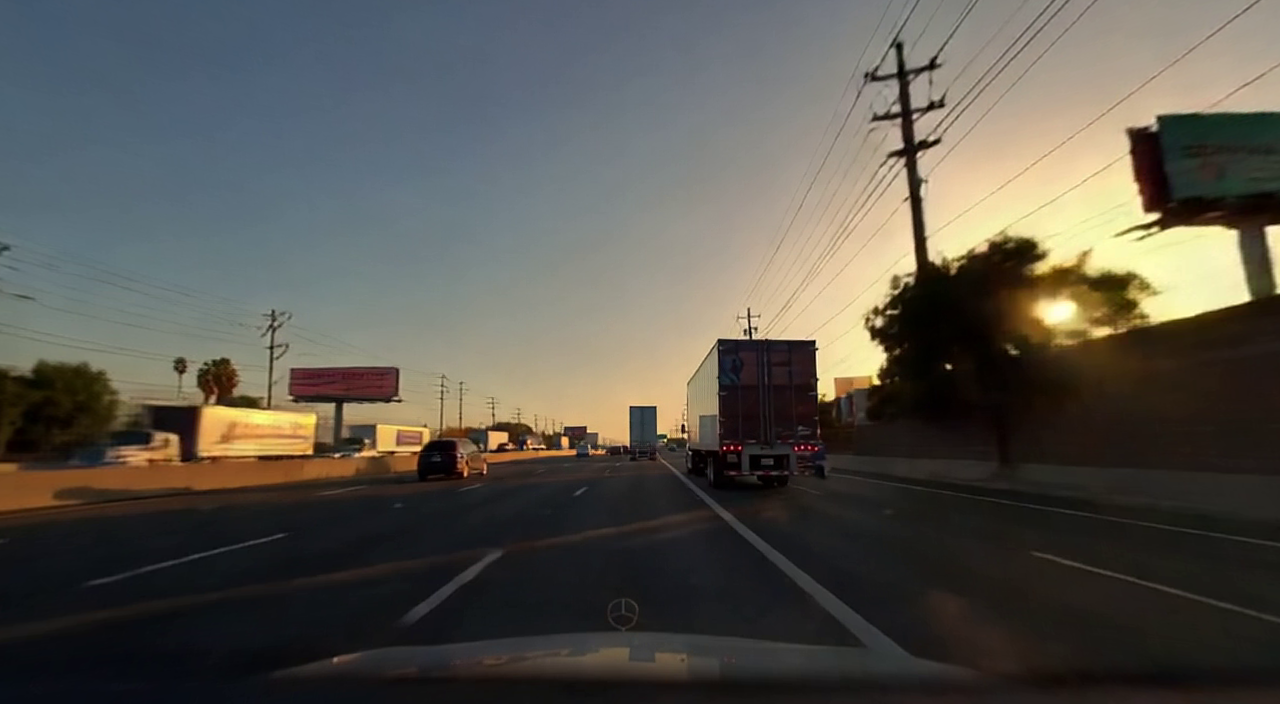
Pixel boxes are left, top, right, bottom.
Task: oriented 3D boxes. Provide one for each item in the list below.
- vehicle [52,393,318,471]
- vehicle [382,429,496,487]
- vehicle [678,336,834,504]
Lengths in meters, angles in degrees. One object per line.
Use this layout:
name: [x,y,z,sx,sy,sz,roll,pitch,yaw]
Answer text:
vehicle: [-24.862,4.879,37.095,2.825,3.528,17.027,0,-9,1]
vehicle: [-7.386,3.973,24.079,2.425,1.917,5.647,0,-9,1]
vehicle: [3.358,2.874,24.008,2.892,4.152,16.575,0,-8,0]
